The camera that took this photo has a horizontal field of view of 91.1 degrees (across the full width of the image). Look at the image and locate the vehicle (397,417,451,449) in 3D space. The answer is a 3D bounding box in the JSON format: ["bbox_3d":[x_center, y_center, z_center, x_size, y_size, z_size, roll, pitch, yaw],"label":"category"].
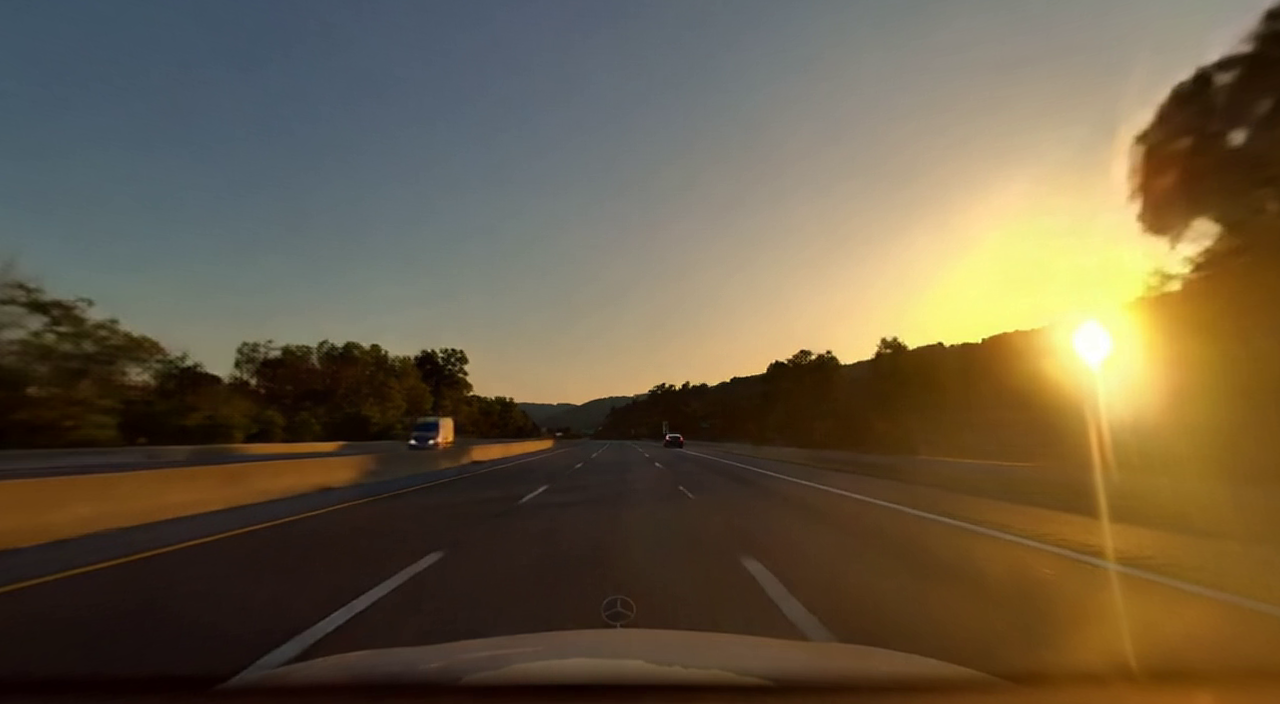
[{"bbox_3d":[-16.985,6.452,49.844,2.282,2.406,5.880,0,-8,-1],"label":"vehicle"}]
